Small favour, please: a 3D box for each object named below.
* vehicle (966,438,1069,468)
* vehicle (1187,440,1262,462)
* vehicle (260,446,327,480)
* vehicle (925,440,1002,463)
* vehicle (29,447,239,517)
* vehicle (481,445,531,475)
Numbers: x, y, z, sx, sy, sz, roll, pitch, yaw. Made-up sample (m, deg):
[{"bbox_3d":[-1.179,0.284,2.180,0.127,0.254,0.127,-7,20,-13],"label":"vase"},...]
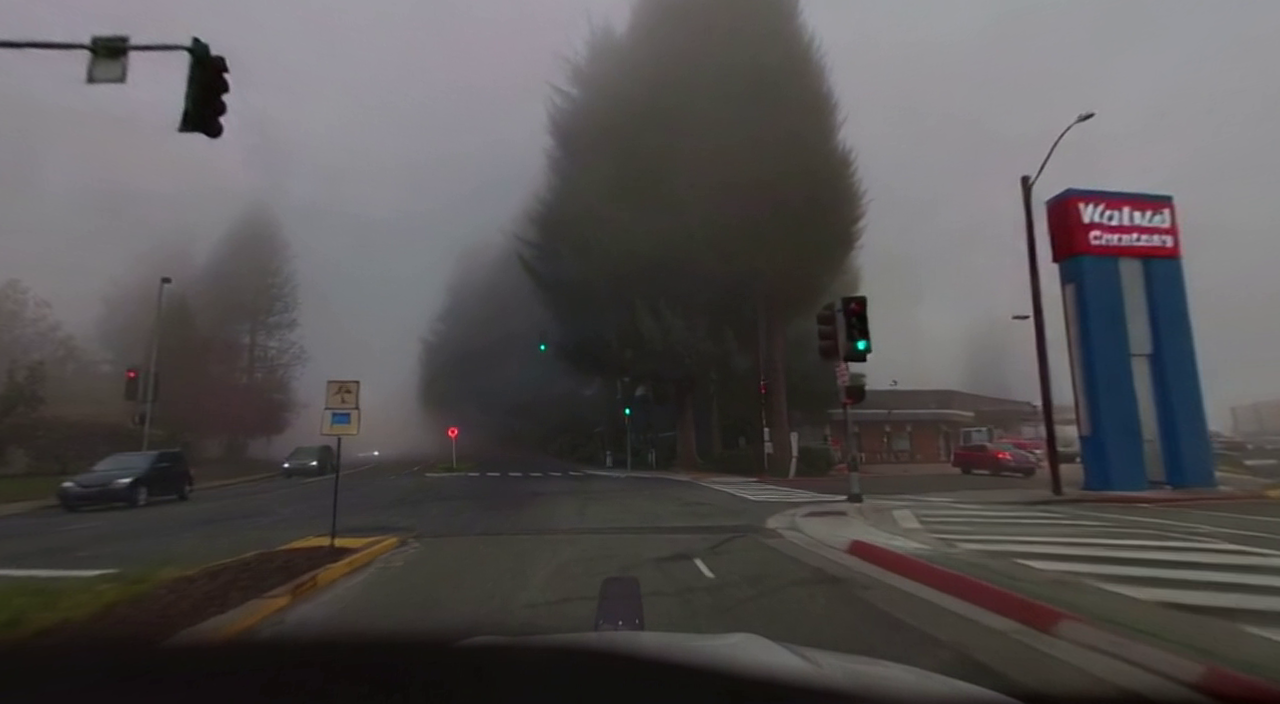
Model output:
[{"bbox_3d":[21.774,5.836,36.625,4.544,1.630,2.055,-1,-9,10],"label":"vehicle"},{"bbox_3d":[43.348,7.390,46.982,1.784,1.476,4.371,1,-9,6],"label":"vehicle"},{"bbox_3d":[-16.537,5.281,30.403,2.105,1.510,4.218,3,-9,-19],"label":"vehicle"},{"bbox_3d":[23.477,7.253,46.005,4.508,1.535,2.035,0,-9,9],"label":"vehicle"},{"bbox_3d":[-12.596,3.191,16.233,2.207,1.503,4.561,2,-9,-10],"label":"vehicle"},{"bbox_3d":[-7.457,5.924,34.889,2.094,1.500,3.682,3,-9,-20],"label":"vehicle"}]
